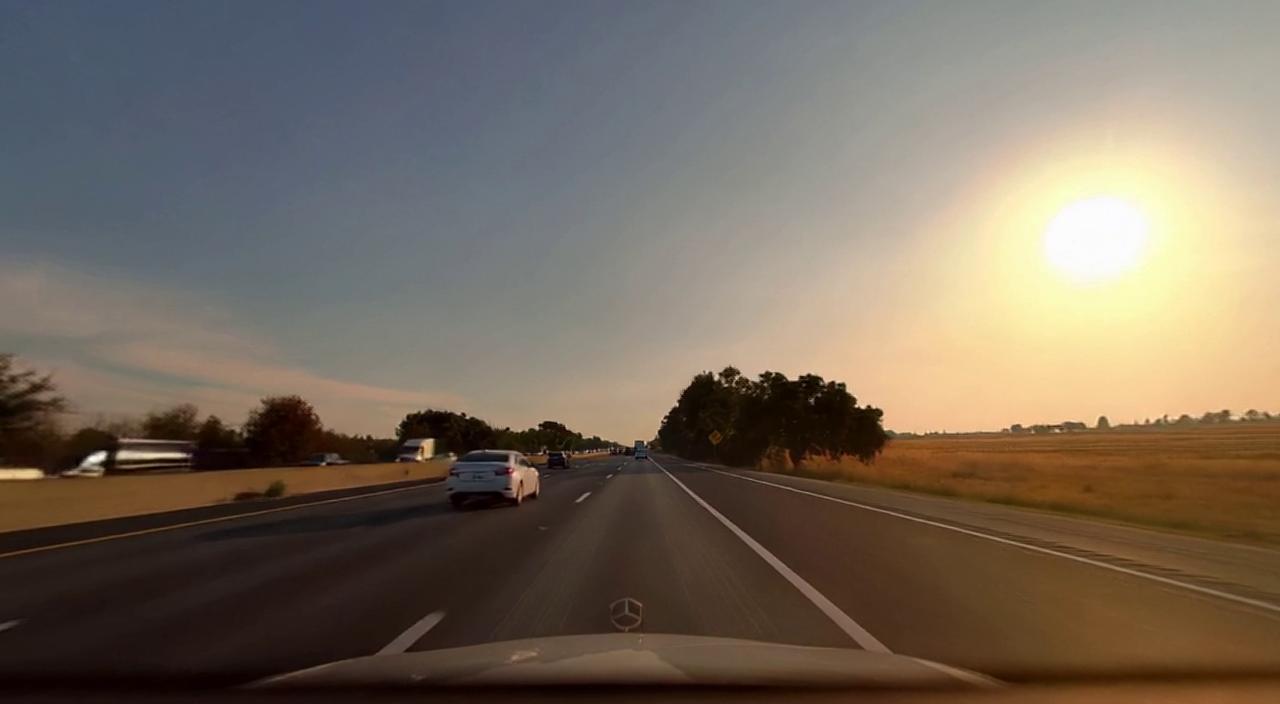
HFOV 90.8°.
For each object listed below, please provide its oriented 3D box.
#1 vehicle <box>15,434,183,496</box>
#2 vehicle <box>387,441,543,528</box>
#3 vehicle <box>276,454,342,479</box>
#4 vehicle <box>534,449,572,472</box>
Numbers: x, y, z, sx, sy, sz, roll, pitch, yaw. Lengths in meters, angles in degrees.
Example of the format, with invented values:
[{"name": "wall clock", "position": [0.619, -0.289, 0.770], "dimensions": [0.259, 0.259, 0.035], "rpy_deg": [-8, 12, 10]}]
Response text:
[{"name": "vehicle", "position": [-25.959, 5.460, 30.773], "dimensions": [2.492, 2.698, 6.313], "rpy_deg": [0, -9, 0]}, {"name": "vehicle", "position": [-3.619, 2.843, 14.082], "dimensions": [2.139, 1.607, 4.378], "rpy_deg": [0, -9, 1]}, {"name": "vehicle", "position": [-21.476, 7.411, 41.158], "dimensions": [1.848, 1.529, 4.547], "rpy_deg": [0, -9, 0]}, {"name": "vehicle", "position": [-6.750, 8.453, 49.311], "dimensions": [2.234, 1.698, 4.634], "rpy_deg": [0, -9, 1]}]
